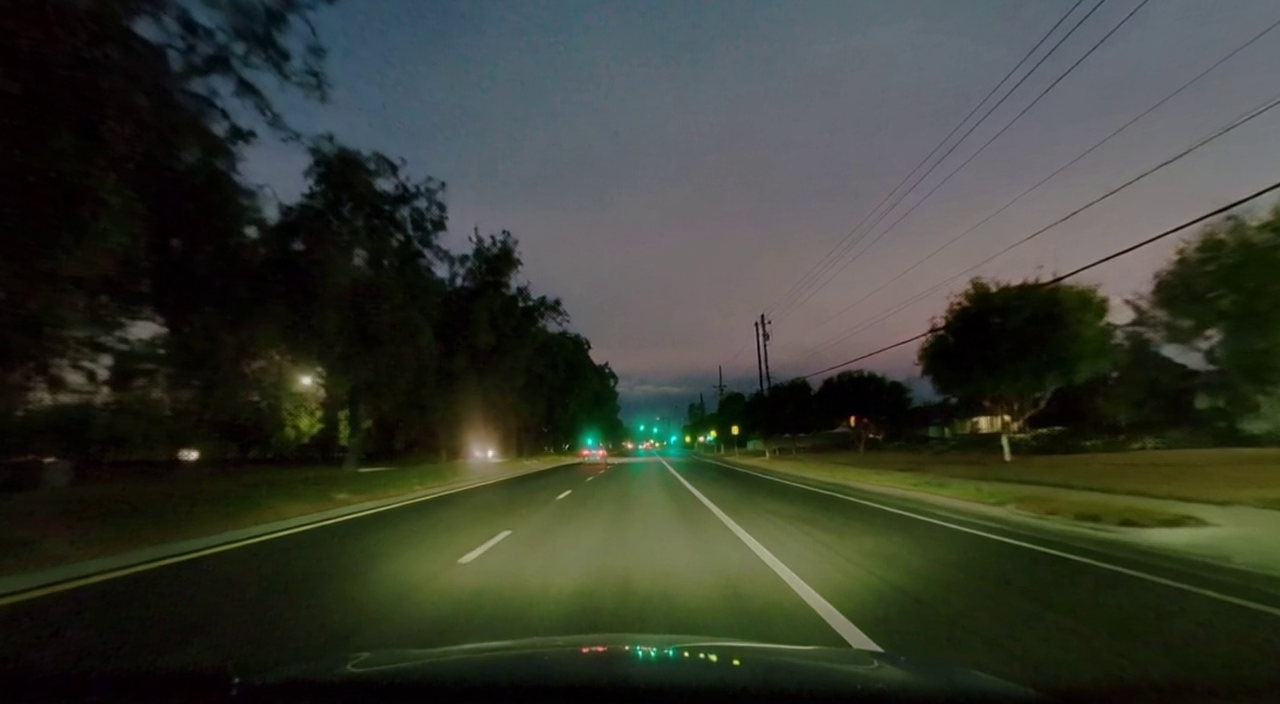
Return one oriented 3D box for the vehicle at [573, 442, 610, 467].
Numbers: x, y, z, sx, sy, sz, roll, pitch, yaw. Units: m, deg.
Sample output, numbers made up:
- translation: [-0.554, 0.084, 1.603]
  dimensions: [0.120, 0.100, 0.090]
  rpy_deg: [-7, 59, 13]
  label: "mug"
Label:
- translation: [-3.141, 6.755, 41.686]
  dimensions: [2.007, 1.514, 4.049]
  rpy_deg: [0, -8, 1]
  label: "vehicle"
